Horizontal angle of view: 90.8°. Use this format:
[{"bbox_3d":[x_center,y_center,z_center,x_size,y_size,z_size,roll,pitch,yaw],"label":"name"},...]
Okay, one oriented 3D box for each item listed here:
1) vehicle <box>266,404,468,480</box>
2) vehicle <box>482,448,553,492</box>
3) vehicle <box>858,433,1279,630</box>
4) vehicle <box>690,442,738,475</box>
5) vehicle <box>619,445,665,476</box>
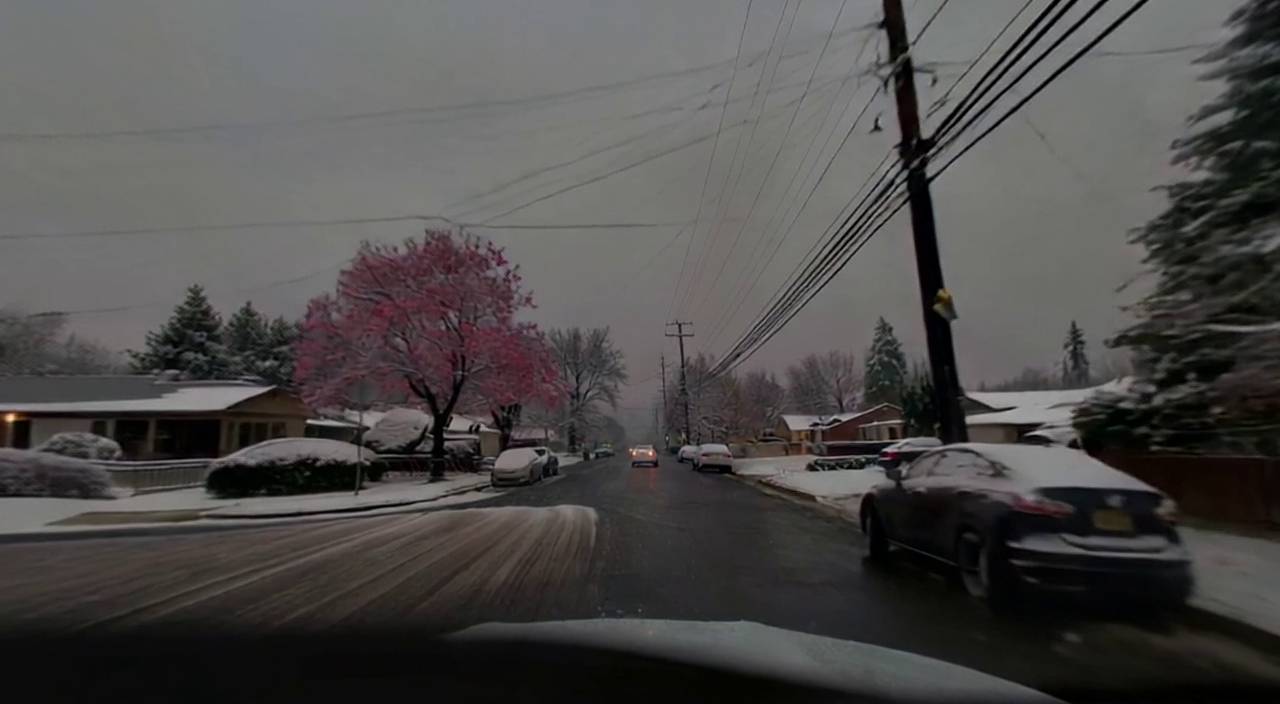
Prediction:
[{"bbox_3d":[-12.920,4.357,30.460,8.239,3.354,2.902,1,-9,1],"label":"vehicle"},{"bbox_3d":[-4.767,4.628,25.165,1.874,1.413,4.442,0,-7,1],"label":"vehicle"},{"bbox_3d":[4.259,1.756,7.246,2.058,1.535,4.323,0,-9,2],"label":"vehicle"},{"bbox_3d":[3.997,5.836,34.936,2.103,1.679,4.386,0,-9,-1],"label":"vehicle"},{"bbox_3d":[0.179,5.370,31.555,2.075,1.449,4.526,-1,-9,3],"label":"vehicle"}]
